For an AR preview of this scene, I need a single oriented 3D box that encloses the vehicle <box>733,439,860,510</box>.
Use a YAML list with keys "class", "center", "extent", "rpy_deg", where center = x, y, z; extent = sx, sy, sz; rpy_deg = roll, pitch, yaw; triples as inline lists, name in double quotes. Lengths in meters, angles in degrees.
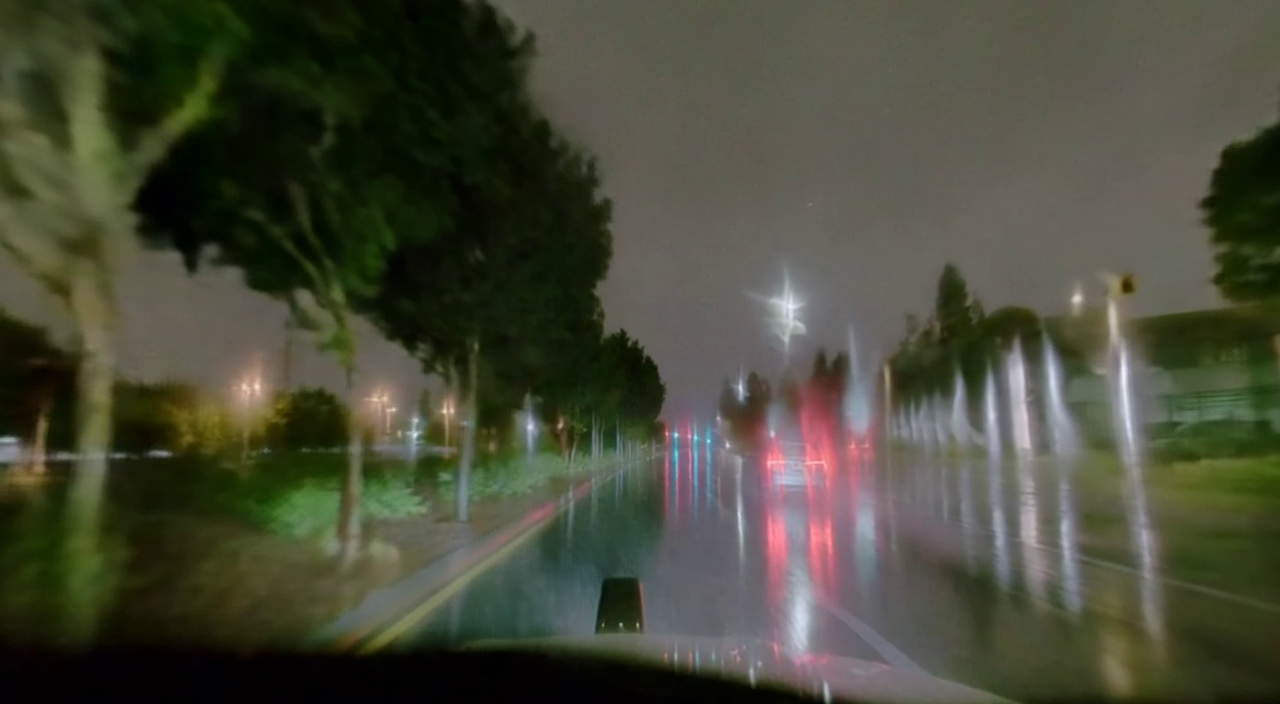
- class: "vehicle"
  center: [3.635, 2.924, 15.606]
  extent: [1.928, 1.481, 4.453]
  rpy_deg: [0, -9, -1]
